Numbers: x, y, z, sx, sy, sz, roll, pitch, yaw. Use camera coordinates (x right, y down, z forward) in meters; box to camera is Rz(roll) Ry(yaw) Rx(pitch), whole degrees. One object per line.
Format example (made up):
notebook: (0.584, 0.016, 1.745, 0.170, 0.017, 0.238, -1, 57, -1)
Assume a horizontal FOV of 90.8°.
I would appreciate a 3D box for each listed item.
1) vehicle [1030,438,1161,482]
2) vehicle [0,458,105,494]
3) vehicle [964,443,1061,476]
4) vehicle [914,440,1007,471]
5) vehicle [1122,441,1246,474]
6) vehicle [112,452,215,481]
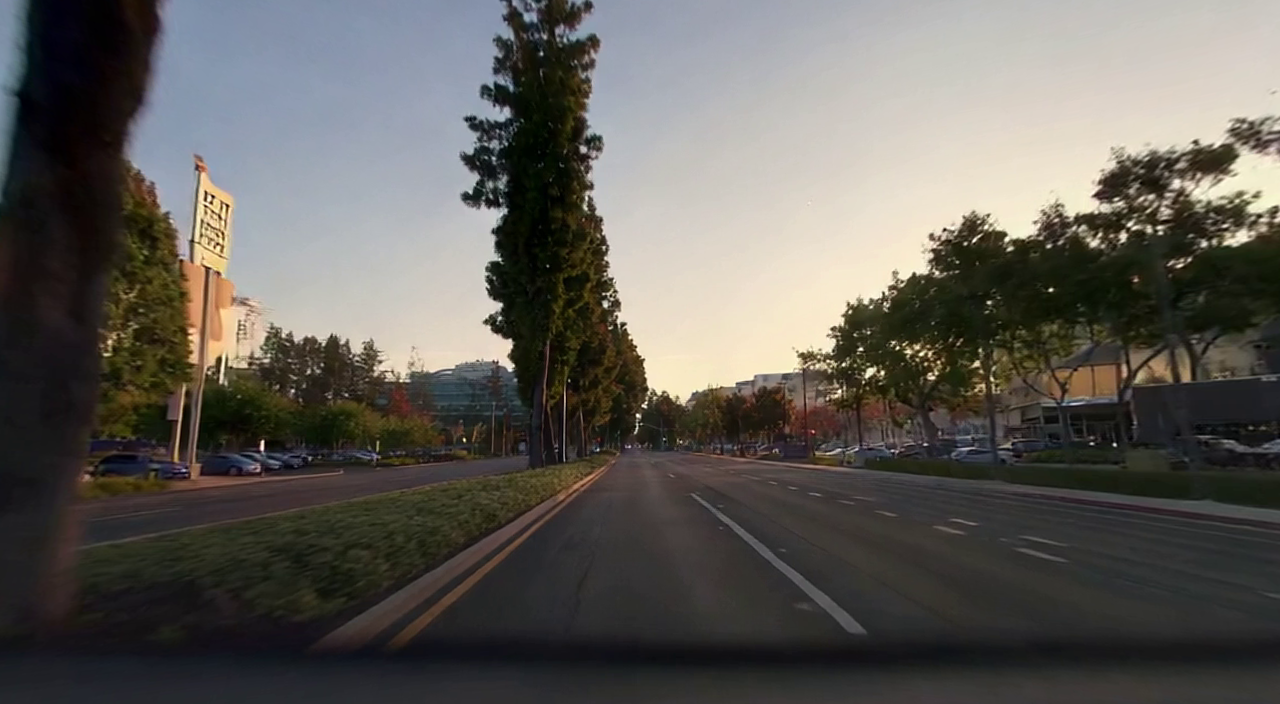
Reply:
vehicle: (17.847, 4.185, 24.726, 4.697, 1.578, 2.067, 4, -9, -26)
vehicle: (-26.450, 5.412, 27.692, 4.243, 1.493, 1.873, 0, -8, 0)
vehicle: (17.825, 5.105, 30.176, 4.496, 1.423, 1.700, 4, -10, -26)
vehicle: (18.224, 5.846, 35.951, 4.788, 1.660, 2.043, 4, -9, -23)
vehicle: (27.711, 5.377, 32.260, 4.591, 1.593, 2.041, 1, -8, -5)
vehicle: (-26.935, 6.458, 35.784, 4.193, 1.585, 1.956, 0, -8, 0)
